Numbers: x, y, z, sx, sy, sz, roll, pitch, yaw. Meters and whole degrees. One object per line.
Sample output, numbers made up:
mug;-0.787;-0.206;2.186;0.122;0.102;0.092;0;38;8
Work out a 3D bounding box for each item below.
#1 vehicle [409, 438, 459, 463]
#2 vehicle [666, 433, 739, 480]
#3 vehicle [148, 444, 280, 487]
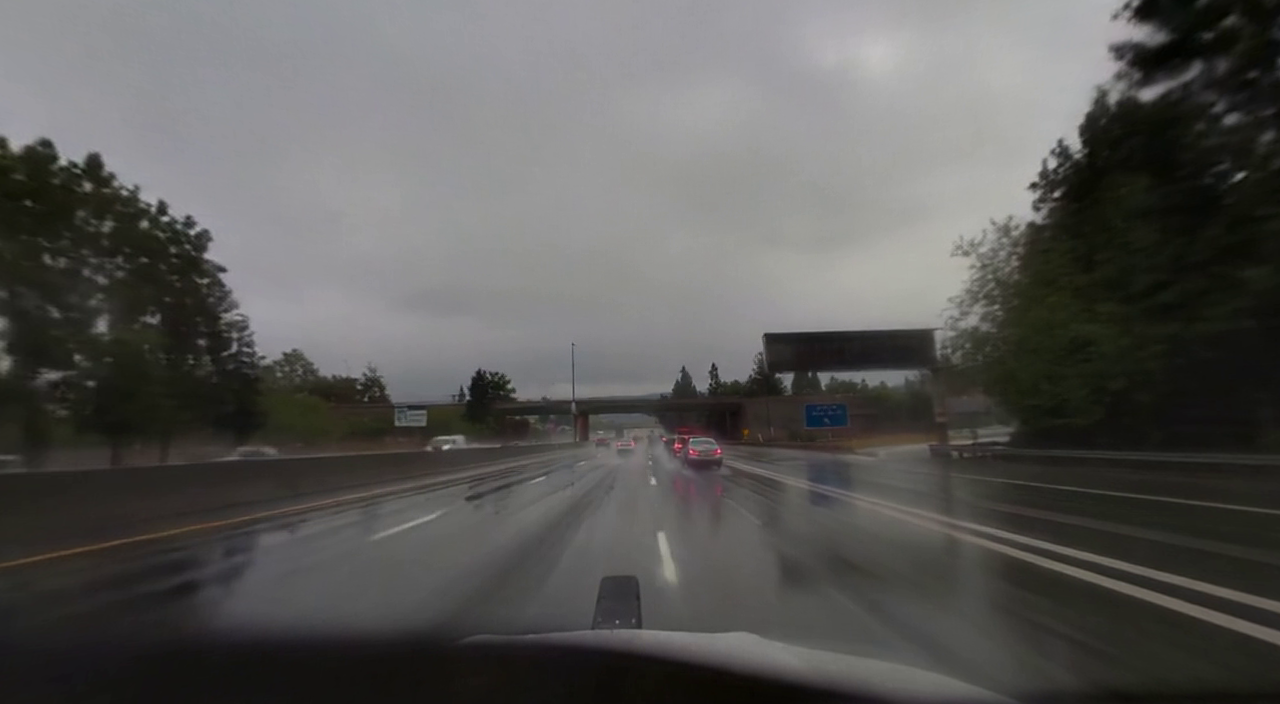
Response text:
vehicle;-13.582;6.497;41.830;1.861;1.490;4.157;0;-8;1
vehicle;2.330;4.041;24.897;2.240;1.646;4.949;1;-8;-1
vehicle;-16.753;4.444;25.104;1.986;1.496;4.593;0;-8;1
